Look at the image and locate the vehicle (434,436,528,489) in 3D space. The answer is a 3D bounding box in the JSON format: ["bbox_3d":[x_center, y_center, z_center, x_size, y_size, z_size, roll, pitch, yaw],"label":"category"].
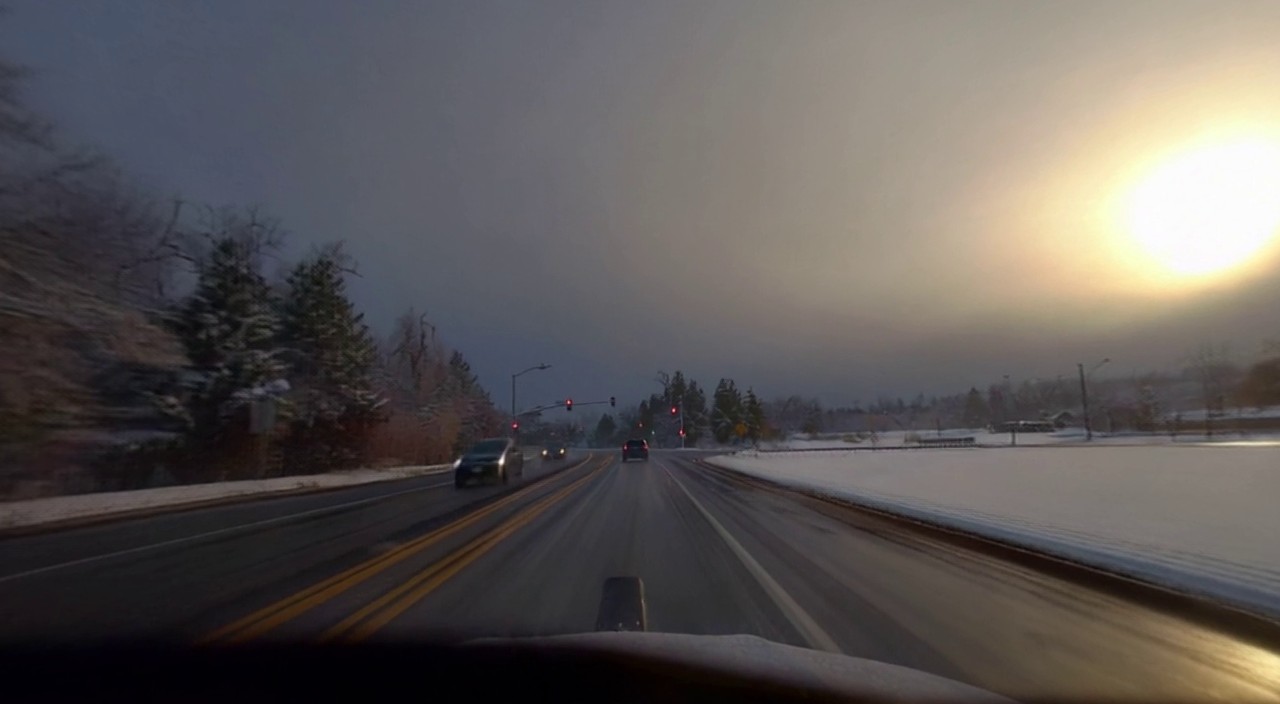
[{"bbox_3d":[-5.645,3.975,23.147,2.347,1.720,4.687,0,-8,-2],"label":"vehicle"}]

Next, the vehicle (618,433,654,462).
[{"bbox_3d":[-0.324,7.406,48.915,2.574,2.059,5.331,0,-8,-1],"label":"vehicle"}]
